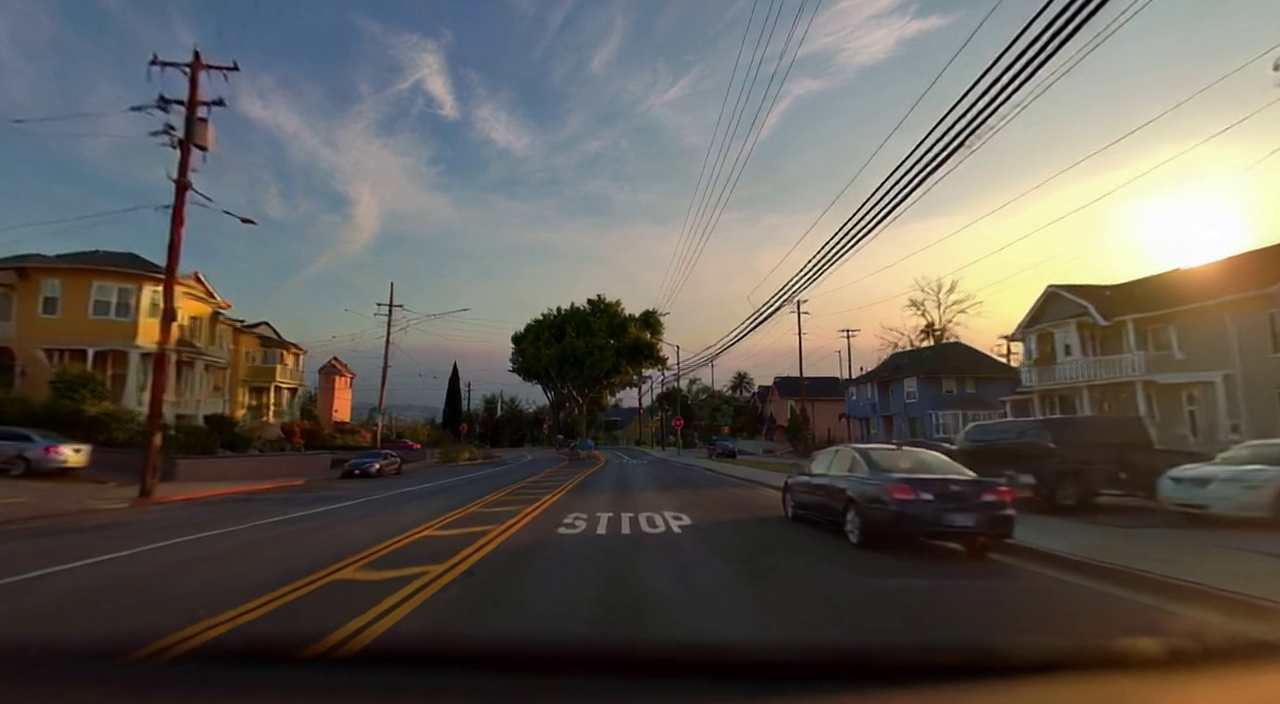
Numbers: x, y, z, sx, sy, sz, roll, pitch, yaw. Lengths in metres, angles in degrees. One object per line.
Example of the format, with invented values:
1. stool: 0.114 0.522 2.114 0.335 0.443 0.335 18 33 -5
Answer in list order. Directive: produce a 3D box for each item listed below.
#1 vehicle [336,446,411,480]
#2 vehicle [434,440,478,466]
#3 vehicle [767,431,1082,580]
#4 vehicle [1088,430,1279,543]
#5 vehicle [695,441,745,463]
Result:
1. vehicle: -12.747 5.310 30.534 1.957 1.459 4.913 1 -8 -6
2. vehicle: -13.640 7.521 47.122 1.940 1.789 5.086 0 -8 -2
3. vehicle: 3.293 1.855 8.623 1.917 1.434 4.733 0 -8 -3
4. vehicle: 9.486 1.870 8.988 4.658 1.465 2.025 -4 -9 24
5. vehicle: 5.683 7.205 45.632 2.081 1.496 4.490 2 -9 -14
